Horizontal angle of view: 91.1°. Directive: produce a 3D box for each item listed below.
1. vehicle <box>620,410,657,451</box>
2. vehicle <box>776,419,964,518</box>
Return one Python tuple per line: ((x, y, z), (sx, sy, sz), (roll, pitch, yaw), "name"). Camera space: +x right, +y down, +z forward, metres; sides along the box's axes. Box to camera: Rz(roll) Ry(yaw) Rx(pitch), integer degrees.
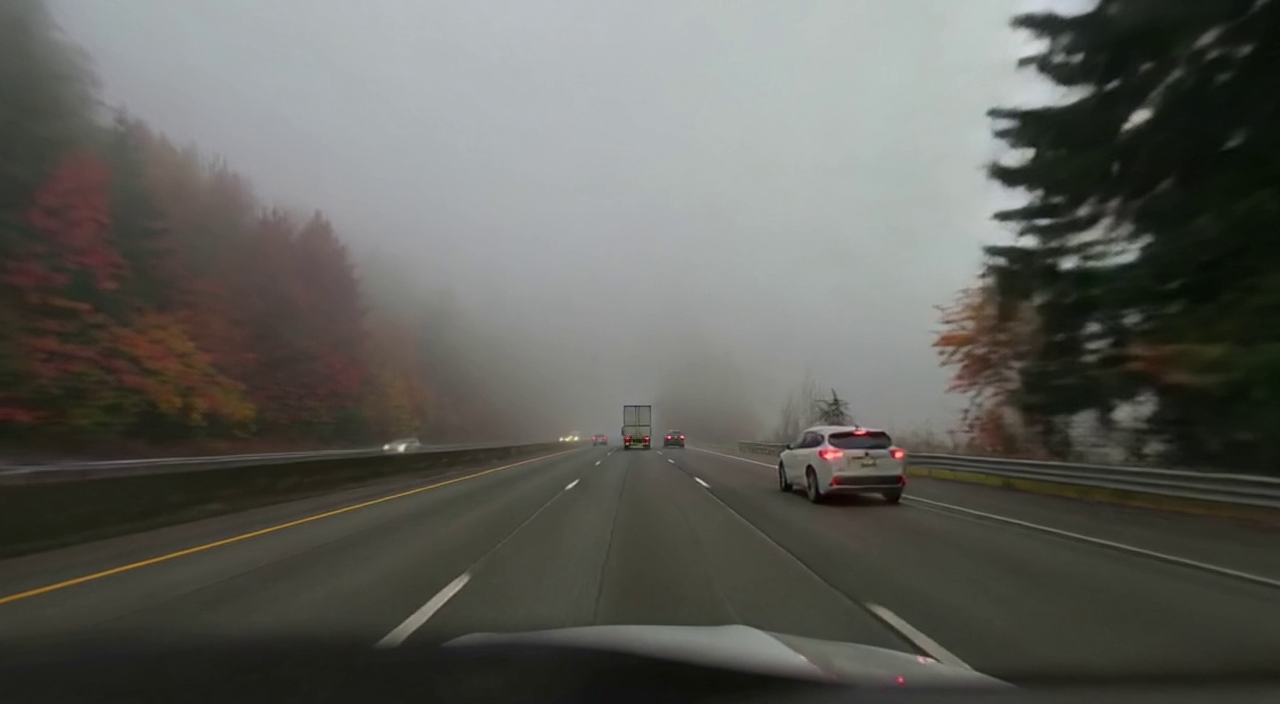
((-0.196, 6.122, 48.643), (2.631, 2.957, 6.512), (0, -8, -2), "vehicle")
((3.964, 2.048, 11.657), (1.882, 1.492, 3.958), (0, -8, -2), "vehicle")
